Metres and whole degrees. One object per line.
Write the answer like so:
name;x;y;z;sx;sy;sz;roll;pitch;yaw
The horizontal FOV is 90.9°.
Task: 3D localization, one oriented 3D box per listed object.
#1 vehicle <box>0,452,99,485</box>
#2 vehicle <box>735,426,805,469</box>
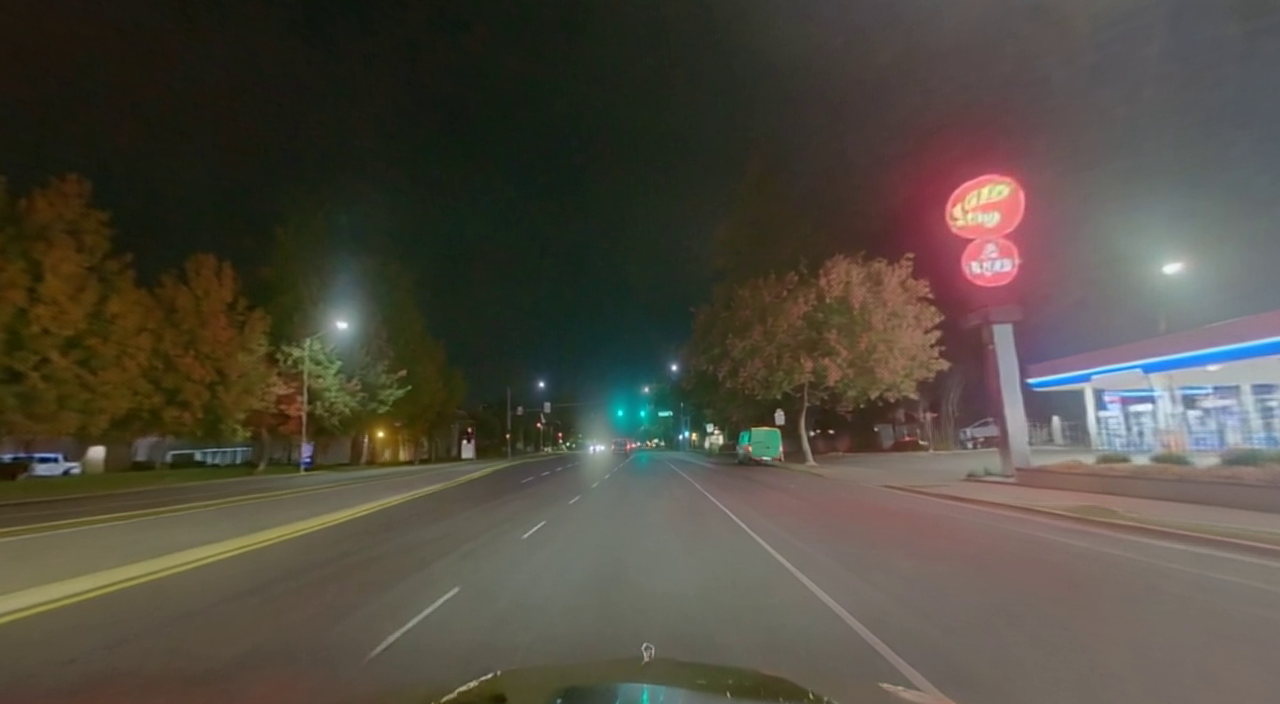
vehicle;-36.972;7.166;39.141;2.112;1.854;5.033;0;-8;2
vehicle;7.561;5.677;37.649;2.764;2.327;6.492;0;-8;0
